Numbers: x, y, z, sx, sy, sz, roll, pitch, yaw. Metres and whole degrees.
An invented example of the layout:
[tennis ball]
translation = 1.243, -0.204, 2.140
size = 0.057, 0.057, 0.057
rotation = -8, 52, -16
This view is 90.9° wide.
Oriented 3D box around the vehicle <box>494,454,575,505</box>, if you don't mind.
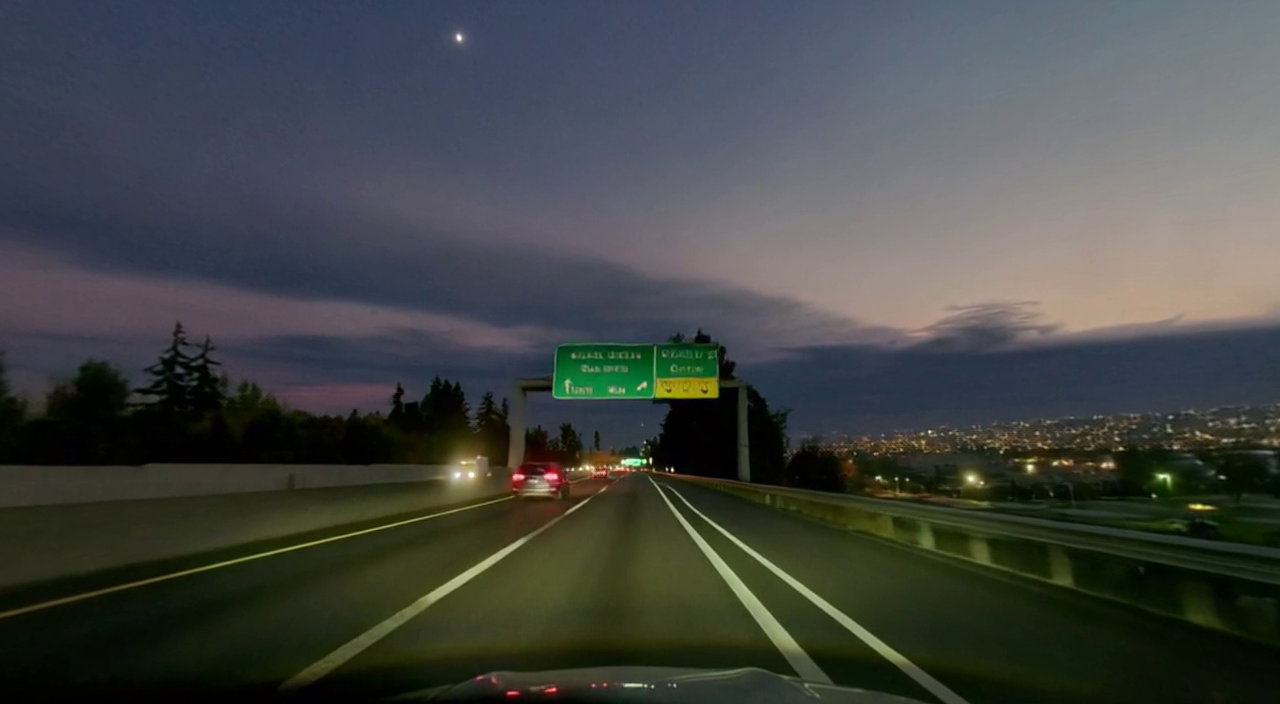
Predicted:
[vehicle]
translation = -4.158, 5.204, 25.941
size = 2.254, 1.809, 5.839
rotation = 1, -10, 1
